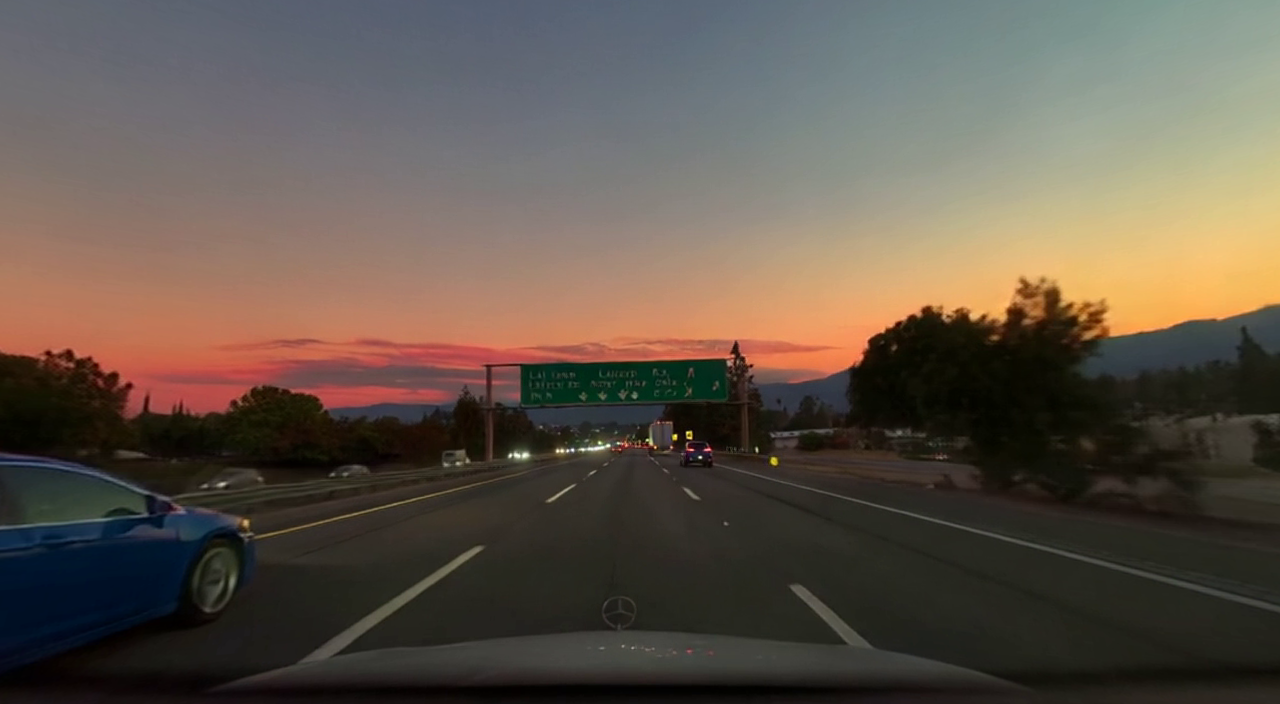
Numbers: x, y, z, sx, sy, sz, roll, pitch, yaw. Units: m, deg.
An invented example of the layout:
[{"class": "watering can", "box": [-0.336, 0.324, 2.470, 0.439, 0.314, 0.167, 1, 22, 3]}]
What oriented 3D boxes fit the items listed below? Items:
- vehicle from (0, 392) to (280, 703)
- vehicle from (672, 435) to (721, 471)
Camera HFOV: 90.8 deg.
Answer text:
[{"class": "vehicle", "box": [-4.225, 1.023, 3.288, 1.903, 1.607, 4.770, 0, -8, 0]}, {"class": "vehicle", "box": [2.886, 5.244, 33.057, 2.065, 1.760, 4.488, 0, -8, -1]}]
